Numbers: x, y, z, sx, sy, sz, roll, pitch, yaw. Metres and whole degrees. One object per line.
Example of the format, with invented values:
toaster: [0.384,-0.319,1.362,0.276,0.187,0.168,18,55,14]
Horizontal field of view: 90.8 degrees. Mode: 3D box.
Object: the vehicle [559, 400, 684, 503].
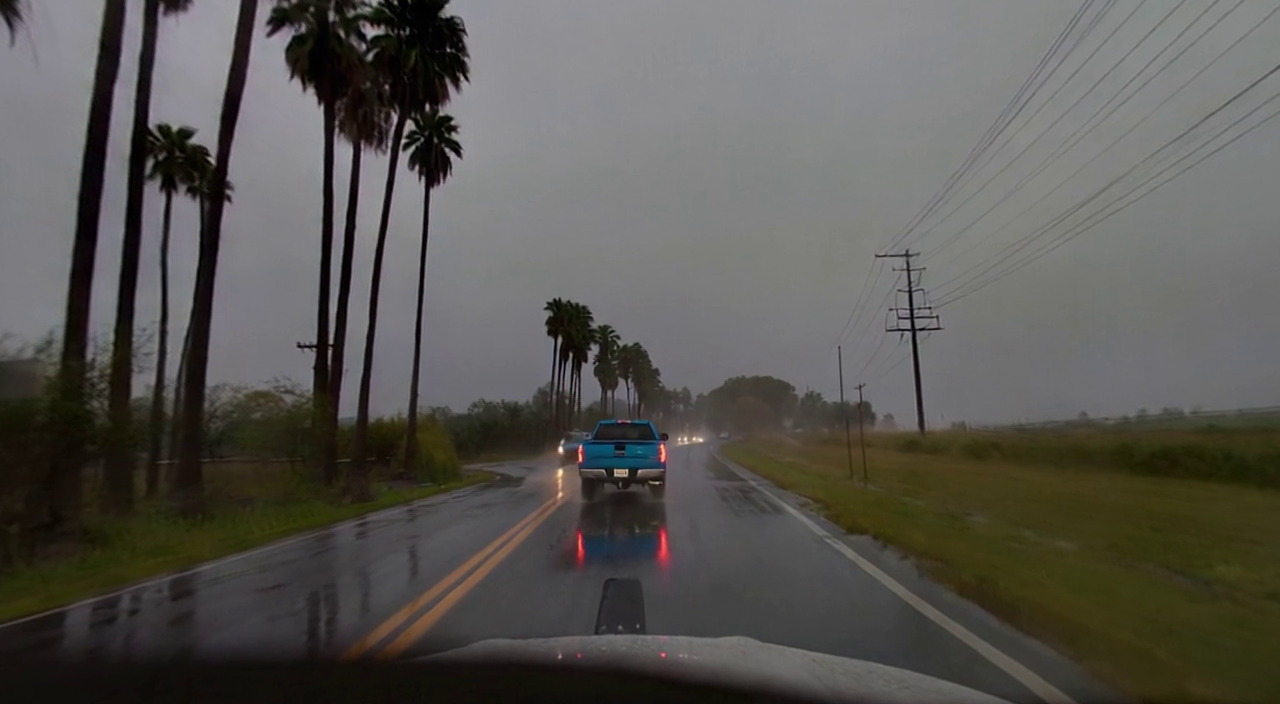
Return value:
vehicle: [-0.451,2.599,16.729,2.693,2.223,5.885,0,-8,-1]
